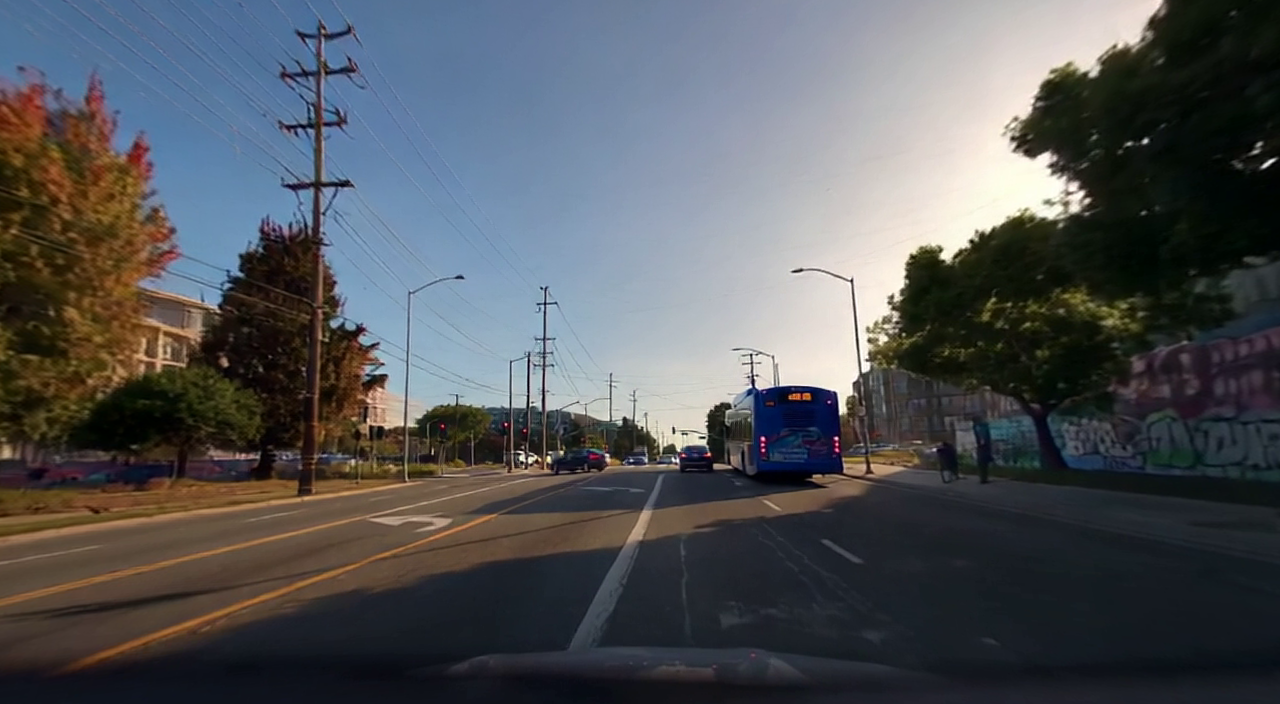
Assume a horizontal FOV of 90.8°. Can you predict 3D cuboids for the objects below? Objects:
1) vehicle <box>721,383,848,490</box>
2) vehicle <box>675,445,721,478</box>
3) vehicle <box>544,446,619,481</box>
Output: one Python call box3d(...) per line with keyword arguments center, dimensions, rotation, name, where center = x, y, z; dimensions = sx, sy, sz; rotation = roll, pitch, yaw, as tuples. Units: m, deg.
box3d(center=(5.470, 3.663, 26.774), dimensions=(3.045, 3.447, 12.604), rotation=(-1, -9, 3), name="vehicle")
box3d(center=(2.739, 5.246, 30.629), dimensions=(1.961, 1.470, 4.196), rotation=(-1, -8, 2), name="vehicle")
box3d(center=(-2.954, 5.412, 31.008), dimensions=(2.018, 1.544, 4.420), rotation=(4, -10, -29), name="vehicle")
